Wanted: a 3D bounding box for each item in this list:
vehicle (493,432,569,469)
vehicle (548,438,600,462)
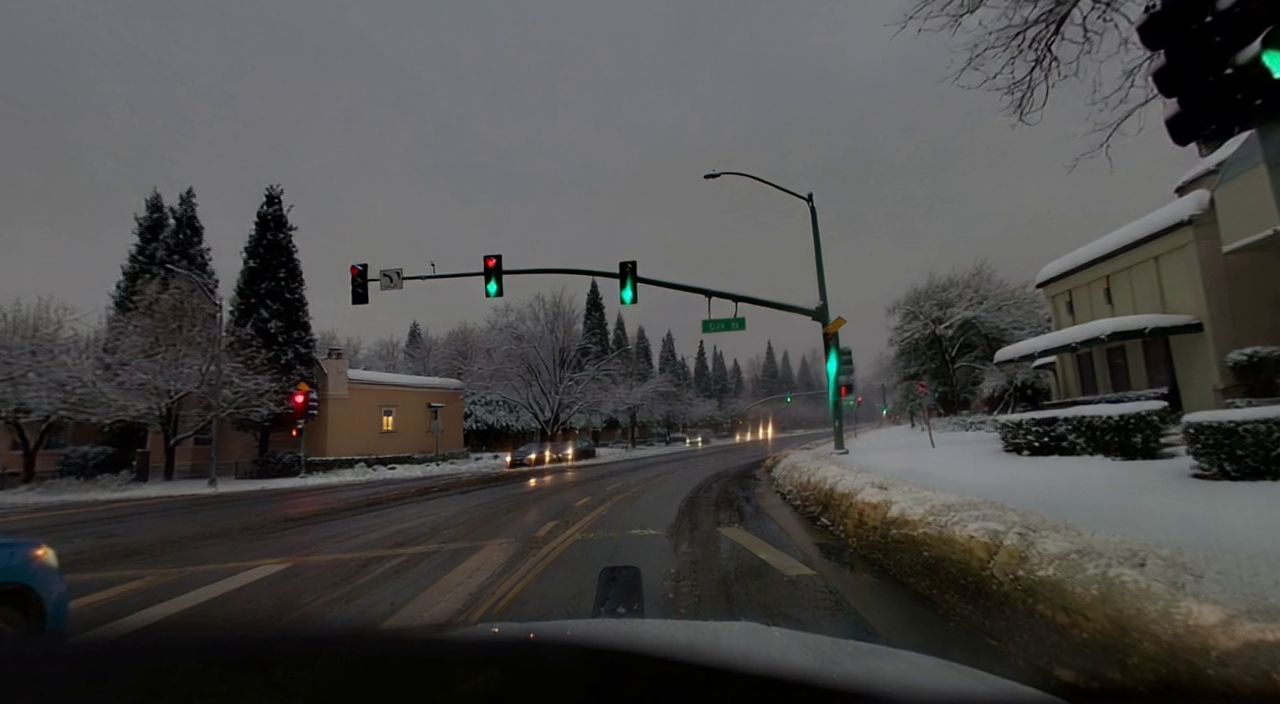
[{"bbox_3d":[-5.683,5.232,33.630,2.181,1.792,4.648,-3,-9,16],"label":"vehicle"},{"bbox_3d":[-4.936,7.389,47.754,2.118,1.647,4.310,-4,-9,21],"label":"vehicle"}]
